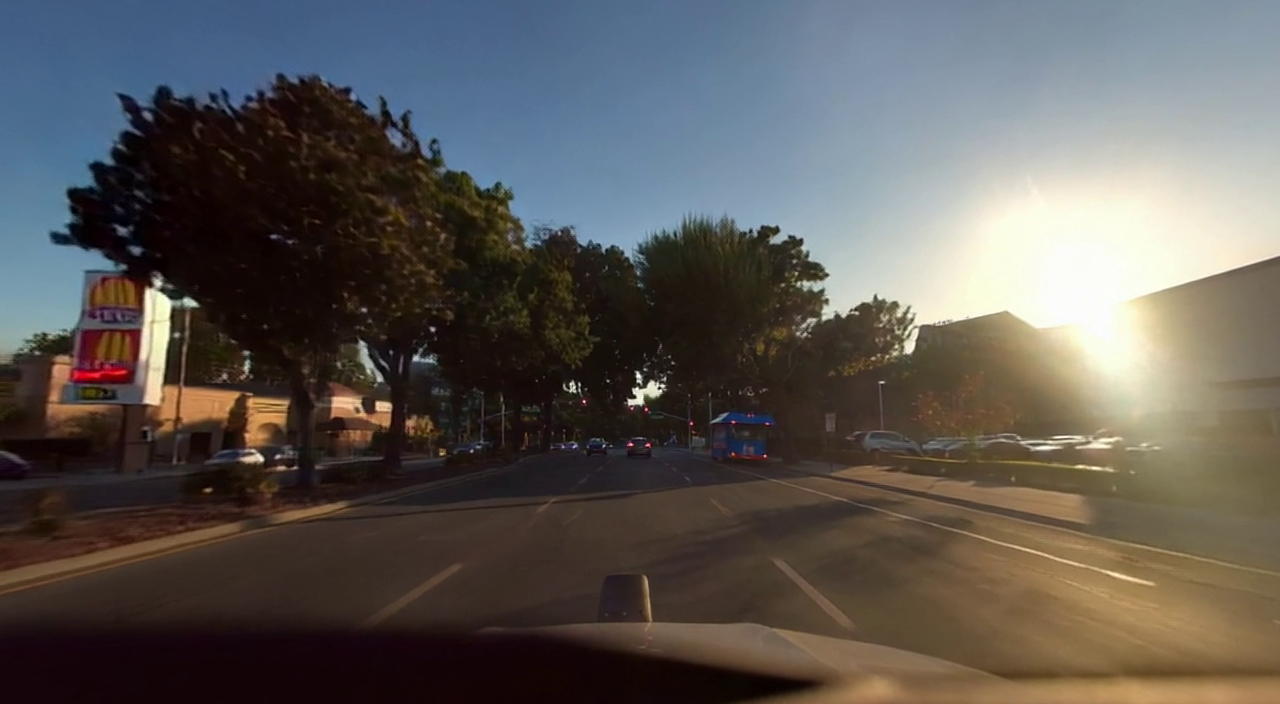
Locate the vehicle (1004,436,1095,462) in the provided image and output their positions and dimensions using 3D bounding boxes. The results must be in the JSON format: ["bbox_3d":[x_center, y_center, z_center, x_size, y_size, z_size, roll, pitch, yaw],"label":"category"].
[{"bbox_3d":[25.969,6.196,40.199,4.545,1.571,1.769,-4,-9,25],"label":"vehicle"}]

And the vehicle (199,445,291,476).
[{"bbox_3d":[-22.862,6.254,36.755,1.936,1.654,4.857,-1,-8,4],"label":"vehicle"}]

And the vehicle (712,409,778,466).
[{"bbox_3d":[6.727,5.662,41.625,2.891,3.361,7.843,0,-8,0],"label":"vehicle"}]

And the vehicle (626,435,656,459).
[{"bbox_3d":[0.091,7.246,48.154,2.209,1.718,4.008,-1,-8,1],"label":"vehicle"}]

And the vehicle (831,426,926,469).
[{"bbox_3d":[13.643,5.413,35.905,5.354,2.214,2.504,6,-11,-38],"label":"vehicle"}]

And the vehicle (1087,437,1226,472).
[{"bbox_3d":[23.934,4.767,29.504,4.744,1.481,1.855,-6,-10,33],"label":"vehicle"}]

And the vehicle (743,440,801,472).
[{"bbox_3d":[6.673,5.295,32.328,1.980,1.473,4.537,0,-8,0],"label":"vehicle"}]
